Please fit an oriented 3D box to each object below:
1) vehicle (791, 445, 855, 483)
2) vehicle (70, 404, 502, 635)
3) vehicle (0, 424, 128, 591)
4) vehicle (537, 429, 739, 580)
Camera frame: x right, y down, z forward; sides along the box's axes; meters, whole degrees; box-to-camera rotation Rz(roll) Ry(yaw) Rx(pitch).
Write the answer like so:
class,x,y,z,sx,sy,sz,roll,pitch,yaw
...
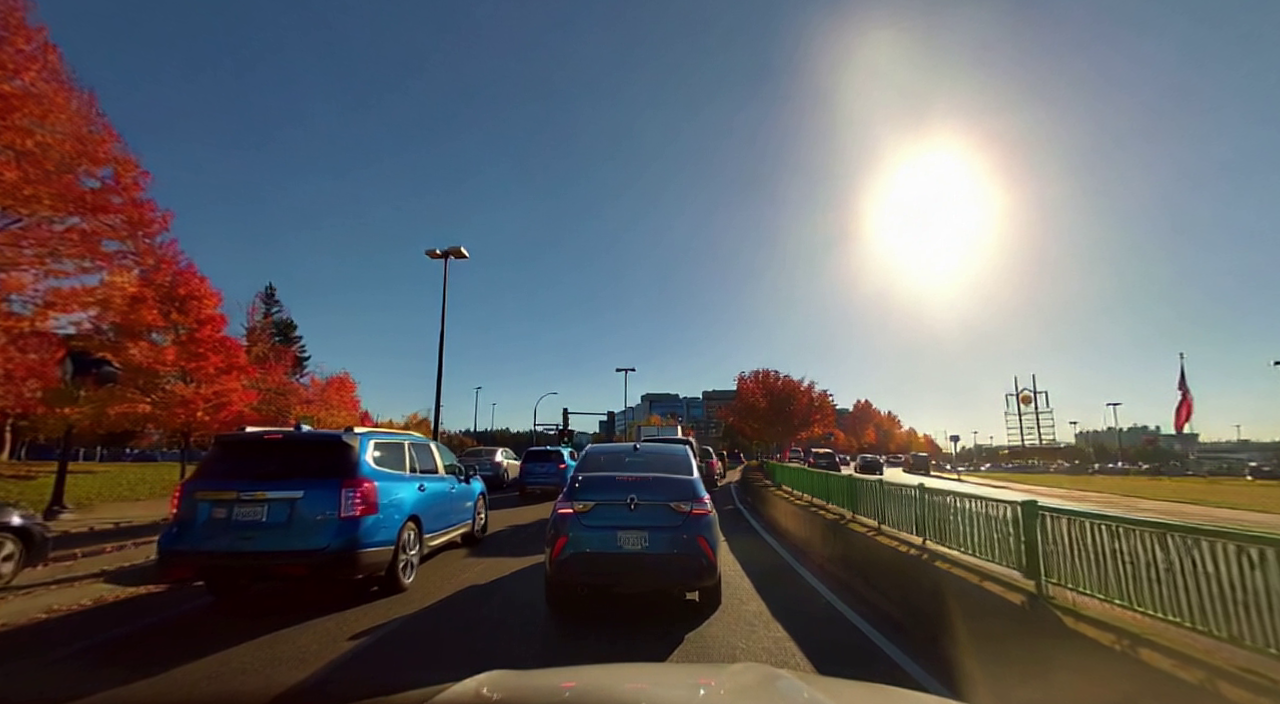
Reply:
class,x,y,z,sx,sy,sz,roll,pitch,yaw
vehicle,8.454,5.203,29.532,2.011,1.610,4.568,0,-9,5
vehicle,-3.047,1.529,6.752,1.988,1.635,4.260,0,-9,3
vehicle,-6.930,1.295,4.974,2.121,1.510,4.244,0,-9,1
vehicle,0.091,1.901,8.703,2.090,1.506,4.276,0,-9,3
